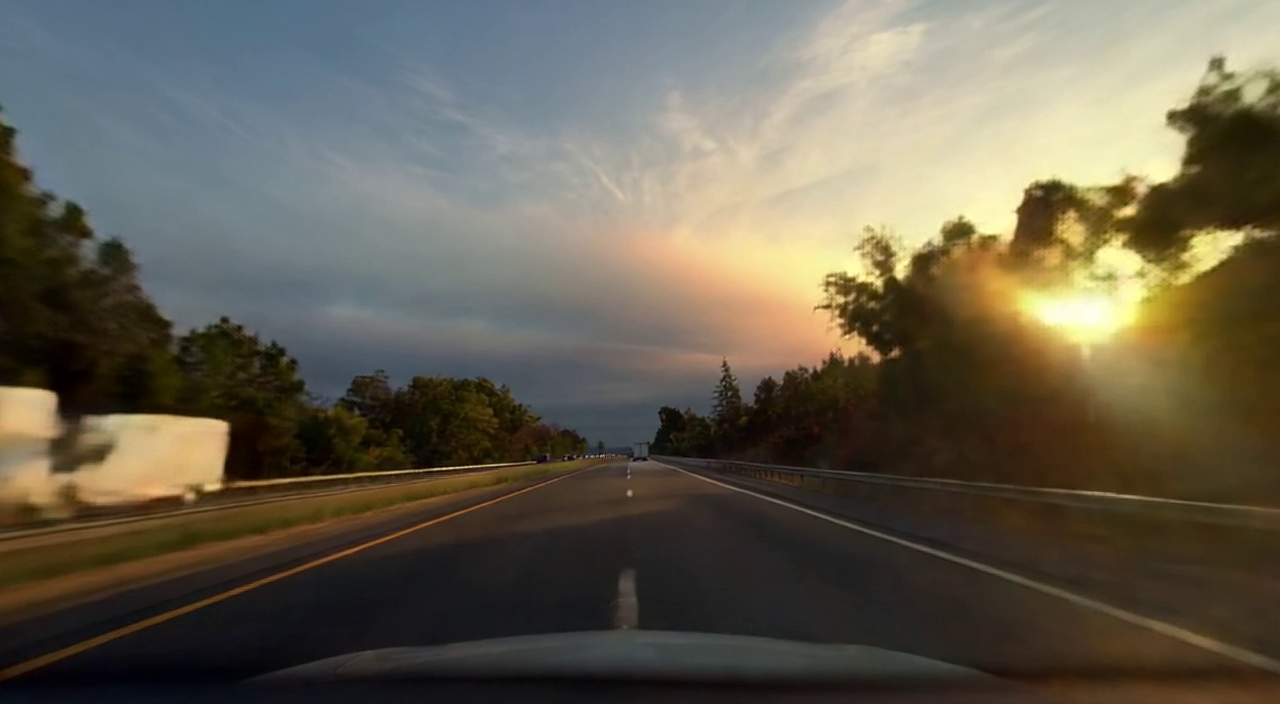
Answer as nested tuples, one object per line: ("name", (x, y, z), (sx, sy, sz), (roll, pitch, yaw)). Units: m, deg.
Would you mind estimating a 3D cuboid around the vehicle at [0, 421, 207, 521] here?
("vehicle", (-11.192, 2.320, 12.693), (1.861, 1.662, 4.332), (0, -9, -1))
